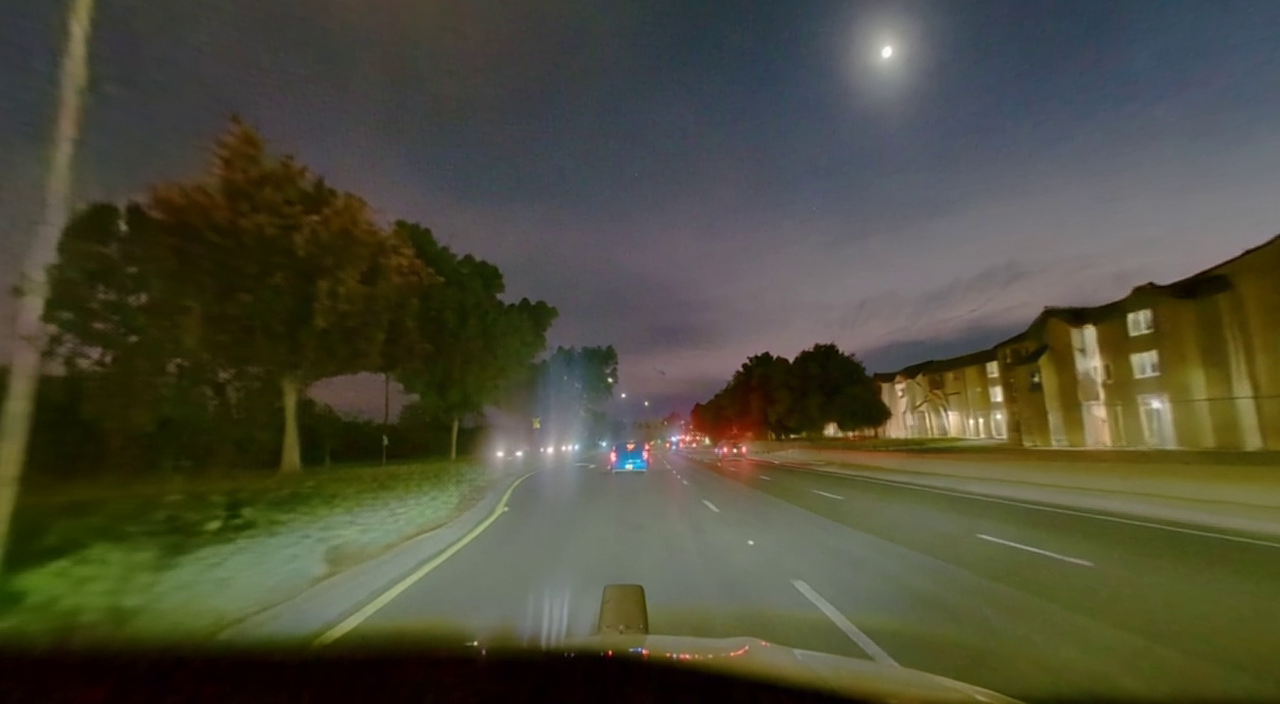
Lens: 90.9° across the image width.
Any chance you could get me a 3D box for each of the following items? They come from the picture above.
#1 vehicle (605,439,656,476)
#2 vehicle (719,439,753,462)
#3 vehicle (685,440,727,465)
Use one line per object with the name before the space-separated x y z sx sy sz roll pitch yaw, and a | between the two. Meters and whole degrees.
vehicle | -0.389 4.633 27.931 2.102 1.481 3.907 0 -8 0
vehicle | 7.414 7.660 49.263 1.972 1.700 4.269 0 -8 0
vehicle | 4.148 6.454 40.521 2.067 1.514 4.188 0 -8 -3
